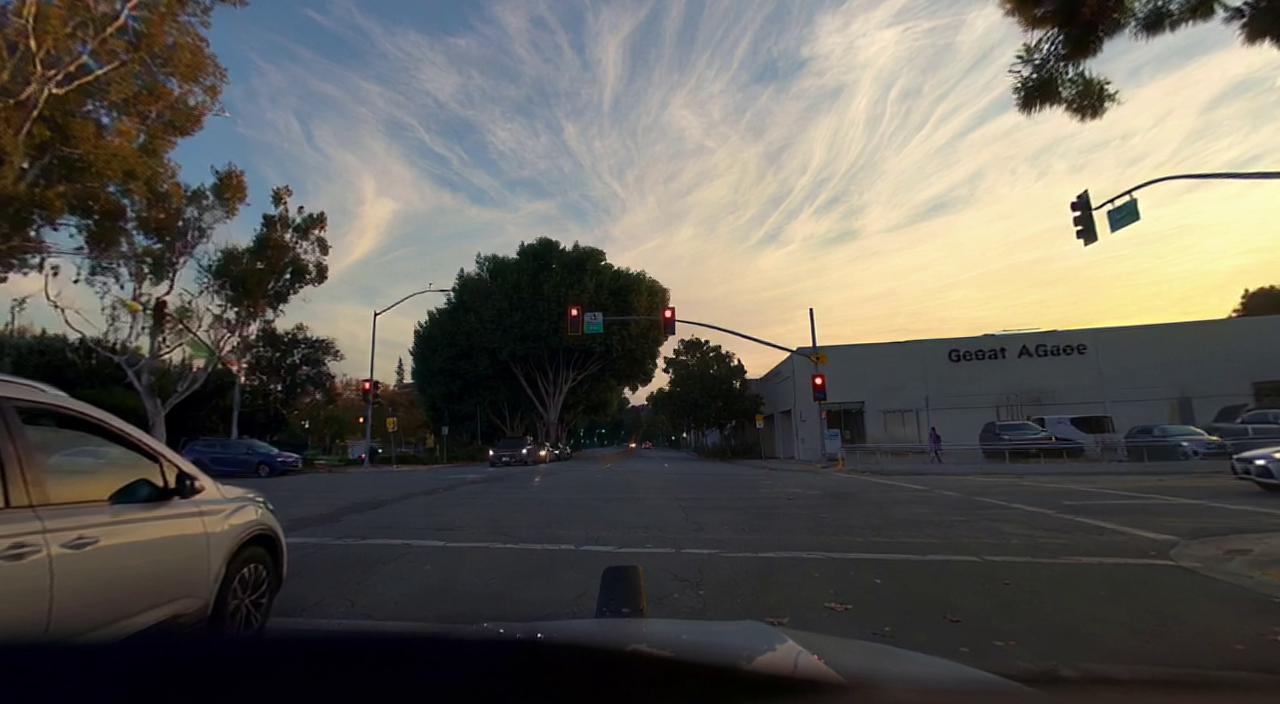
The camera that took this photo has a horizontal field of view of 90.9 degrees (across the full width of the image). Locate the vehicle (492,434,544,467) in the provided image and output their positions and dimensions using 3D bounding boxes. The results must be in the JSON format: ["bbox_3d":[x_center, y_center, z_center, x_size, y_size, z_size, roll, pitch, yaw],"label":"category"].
[{"bbox_3d":[-7.165,5.854,37.469,2.081,1.818,4.782,0,-8,1],"label":"vehicle"}]

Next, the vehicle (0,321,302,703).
[{"bbox_3d":[-3.472,0.758,2.273,2.000,1.789,4.638,0,-8,-2],"label":"vehicle"}]

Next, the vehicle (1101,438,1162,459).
[{"bbox_3d":[38.485,7.554,49.493,1.837,1.514,4.786,-2,-9,13],"label":"vehicle"}]

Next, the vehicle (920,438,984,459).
[{"bbox_3d":[21.486,6.651,43.385,3.576,1.425,1.702,2,-9,-12],"label":"vehicle"}]

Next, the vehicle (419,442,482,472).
[{"bbox_3d":[-10.634,5.913,35.717,2.041,1.548,4.868,0,-8,0],"label":"vehicle"}]

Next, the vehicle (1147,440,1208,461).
[{"bbox_3d":[41.165,7.597,48.357,1.767,1.456,4.191,-5,-11,15],"label":"vehicle"}]
